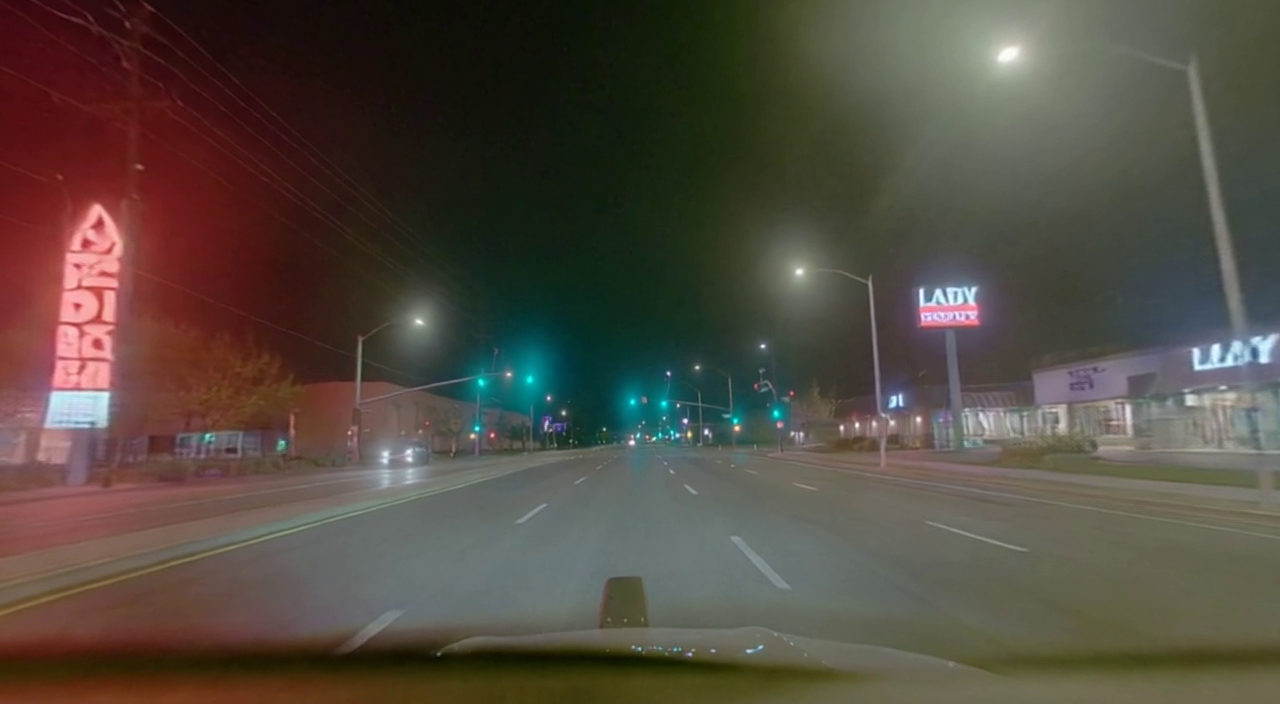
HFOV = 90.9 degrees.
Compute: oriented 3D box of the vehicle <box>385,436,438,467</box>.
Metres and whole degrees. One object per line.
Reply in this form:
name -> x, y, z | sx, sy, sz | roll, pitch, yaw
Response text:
vehicle -> -15.012, 6.538, 41.649 | 2.208, 1.924, 5.018 | 2, -8, -8
